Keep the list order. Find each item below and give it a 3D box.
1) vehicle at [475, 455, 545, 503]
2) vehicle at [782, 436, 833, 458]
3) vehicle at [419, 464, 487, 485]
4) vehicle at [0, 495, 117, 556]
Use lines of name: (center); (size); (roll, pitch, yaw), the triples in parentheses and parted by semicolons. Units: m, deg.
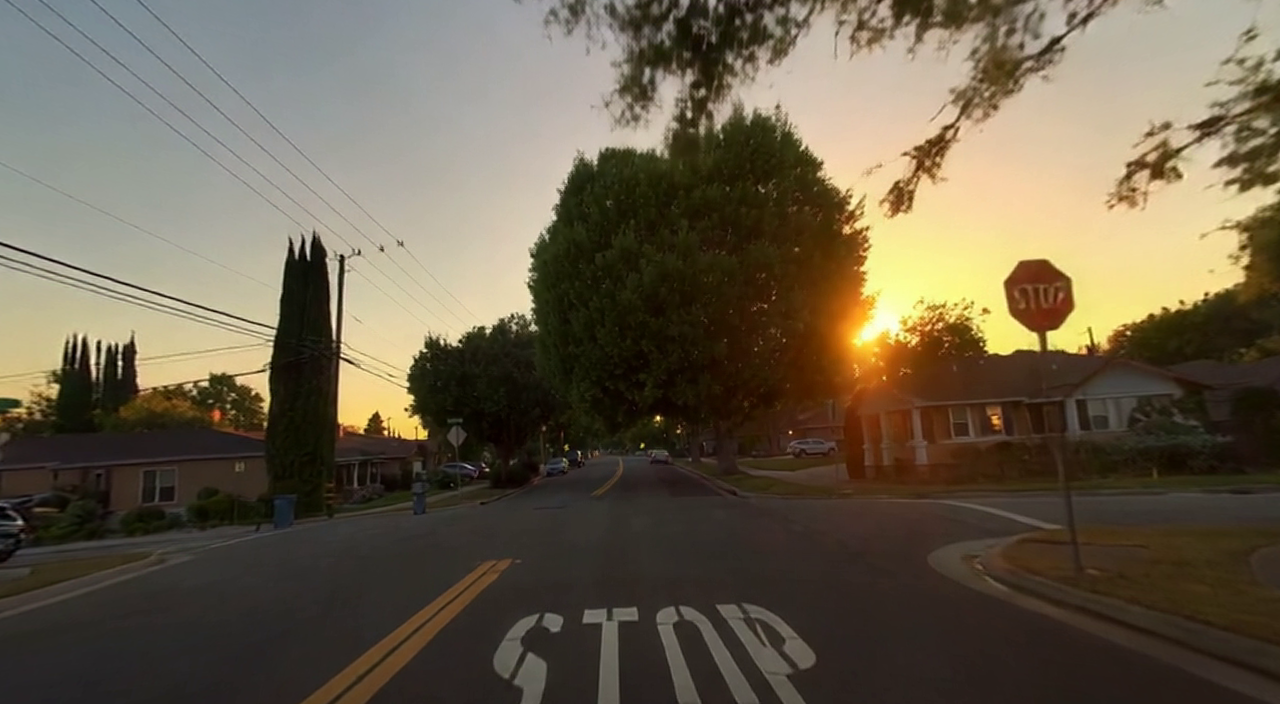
vehicle: (-6.166, 6.028, 30.473); (2.149, 1.823, 4.613); (-7, -9, 1)
vehicle: (12.415, 7.085, 46.919); (3.563, 1.551, 1.916); (-2, -8, 12)
vehicle: (-14.099, 9.240, 47.677); (4.601, 1.486, 1.876); (-3, -9, 13)
vehicle: (-23.551, 6.628, 24.396); (5.429, 1.919, 2.159); (-3, -9, 14)
